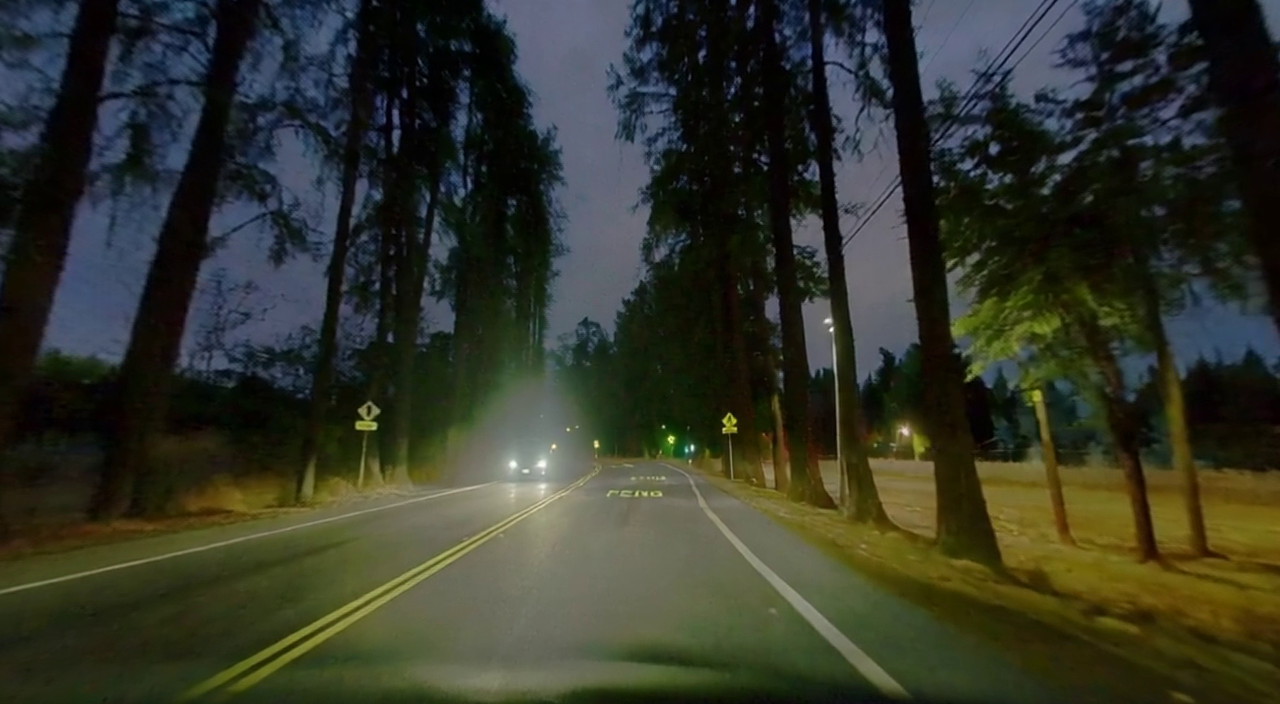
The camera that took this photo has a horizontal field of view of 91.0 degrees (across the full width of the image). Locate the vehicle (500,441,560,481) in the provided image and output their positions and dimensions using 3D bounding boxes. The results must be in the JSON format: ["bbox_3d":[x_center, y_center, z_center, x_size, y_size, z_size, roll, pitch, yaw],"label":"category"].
[{"bbox_3d":[-5.723,5.777,33.620,2.394,1.900,5.863,0,-9,-2],"label":"vehicle"}]
